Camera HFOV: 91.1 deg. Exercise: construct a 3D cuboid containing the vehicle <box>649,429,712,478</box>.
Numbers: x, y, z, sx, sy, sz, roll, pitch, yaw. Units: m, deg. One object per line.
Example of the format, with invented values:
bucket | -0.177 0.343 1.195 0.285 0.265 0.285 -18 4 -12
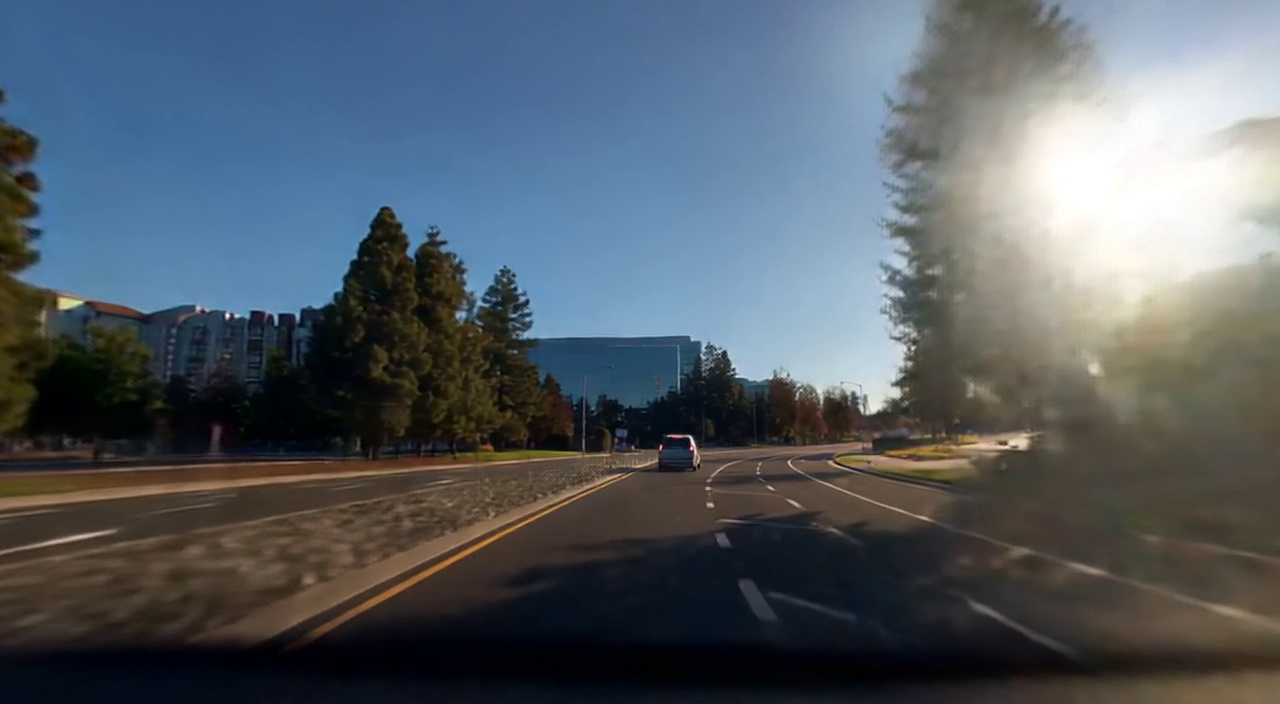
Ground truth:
vehicle | 1.932 4.475 28.005 2.371 1.926 5.615 -1 -9 8
